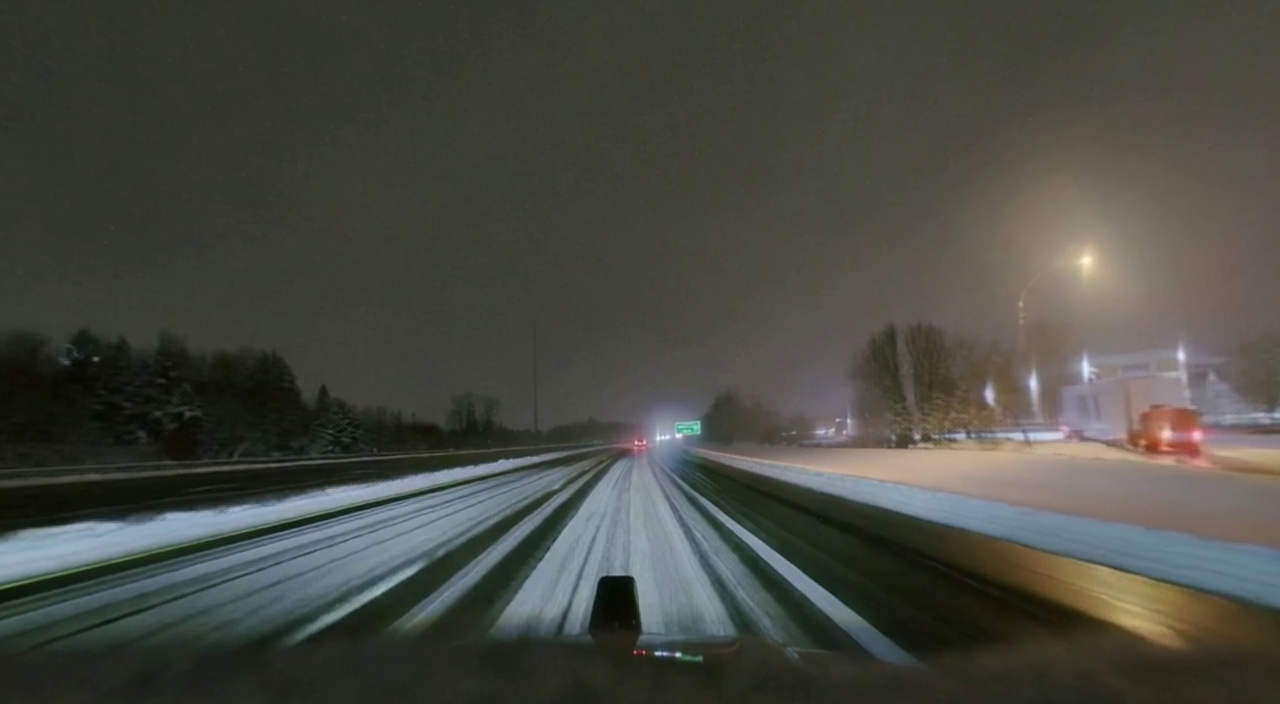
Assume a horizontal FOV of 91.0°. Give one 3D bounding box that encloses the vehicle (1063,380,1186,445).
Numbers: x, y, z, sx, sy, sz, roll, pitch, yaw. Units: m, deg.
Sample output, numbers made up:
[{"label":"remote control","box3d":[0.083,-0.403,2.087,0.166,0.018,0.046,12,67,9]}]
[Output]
[{"label":"vehicle","box3d":[30.944,4.238,41.109,2.816,3.490,14.735,-4,-9,24]}]
